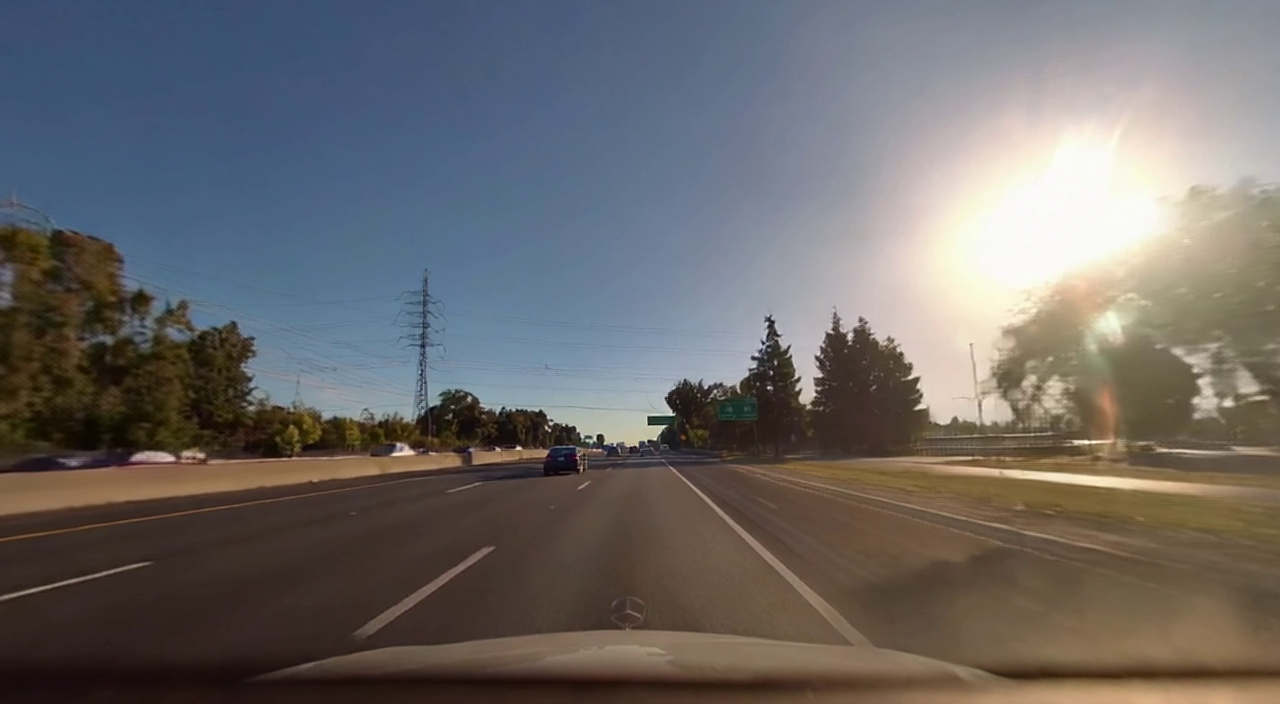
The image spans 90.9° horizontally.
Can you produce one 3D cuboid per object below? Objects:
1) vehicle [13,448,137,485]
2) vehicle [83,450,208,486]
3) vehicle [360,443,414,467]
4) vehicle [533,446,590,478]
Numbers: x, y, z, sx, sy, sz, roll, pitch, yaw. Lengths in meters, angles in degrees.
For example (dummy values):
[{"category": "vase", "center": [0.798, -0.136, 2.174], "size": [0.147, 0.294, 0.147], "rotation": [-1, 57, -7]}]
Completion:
[{"category": "vehicle", "center": [-25.530, 5.155, 28.706], "size": [1.828, 1.515, 4.094], "rotation": [0, -9, 1]}, {"category": "vehicle", "center": [-21.868, 5.121, 28.141], "size": [1.859, 1.472, 4.494], "rotation": [0, -9, 1]}, {"category": "vehicle", "center": [-18.096, 7.369, 45.354], "size": [1.927, 1.599, 4.657], "rotation": [0, -9, 1]}, {"category": "vehicle", "center": [-3.645, 5.208, 30.091], "size": [2.048, 1.368, 4.613], "rotation": [0, -9, 1]}]
